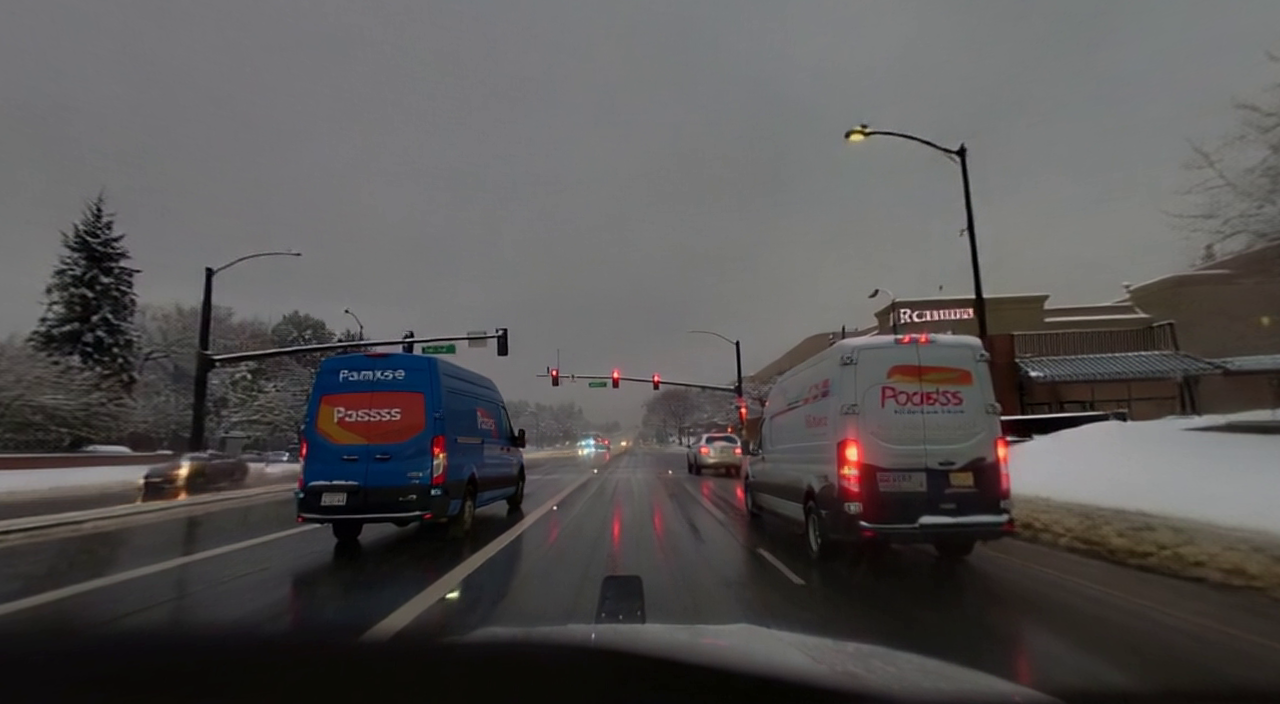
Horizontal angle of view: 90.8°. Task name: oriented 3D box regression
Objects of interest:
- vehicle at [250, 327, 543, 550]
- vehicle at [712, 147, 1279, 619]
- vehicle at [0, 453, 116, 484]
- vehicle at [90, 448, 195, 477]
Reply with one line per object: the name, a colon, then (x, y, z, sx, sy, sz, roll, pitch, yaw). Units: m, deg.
vehicle: (-3.540, 1.555, 11.220, 2.443, 2.784, 6.493, 0, -9, 1)
vehicle: (3.155, 0.873, 9.580, 2.861, 3.525, 9.858, 0, -9, 0)
vehicle: (-31.071, 6.159, 33.527, 4.535, 1.467, 2.021, 4, -9, -27)
vehicle: (-30.909, 6.868, 39.463, 4.811, 1.675, 1.875, 5, -10, -30)
